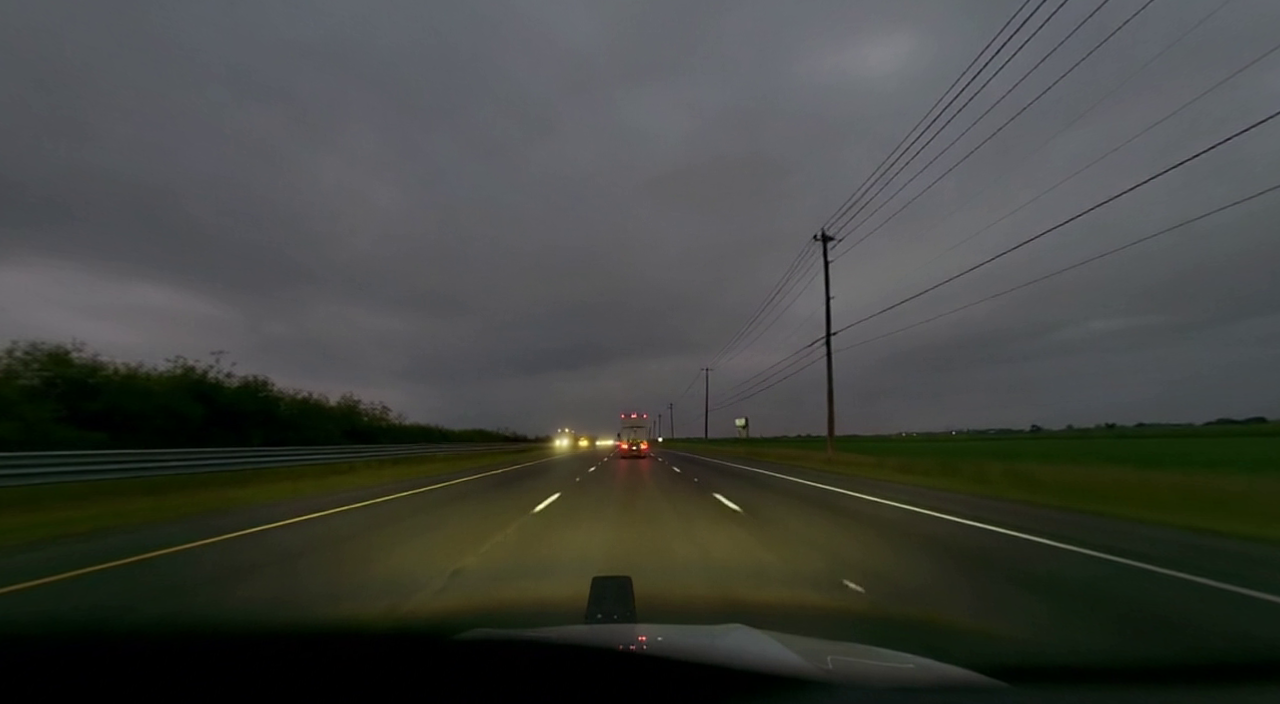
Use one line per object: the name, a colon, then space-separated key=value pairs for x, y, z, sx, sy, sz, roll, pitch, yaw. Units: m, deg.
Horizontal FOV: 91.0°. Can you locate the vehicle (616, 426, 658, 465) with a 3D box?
vehicle: x=-0.248 y=5.388 z=36.387 sx=2.240 sy=2.129 sz=4.480 roll=0 pitch=-8 yaw=-2
